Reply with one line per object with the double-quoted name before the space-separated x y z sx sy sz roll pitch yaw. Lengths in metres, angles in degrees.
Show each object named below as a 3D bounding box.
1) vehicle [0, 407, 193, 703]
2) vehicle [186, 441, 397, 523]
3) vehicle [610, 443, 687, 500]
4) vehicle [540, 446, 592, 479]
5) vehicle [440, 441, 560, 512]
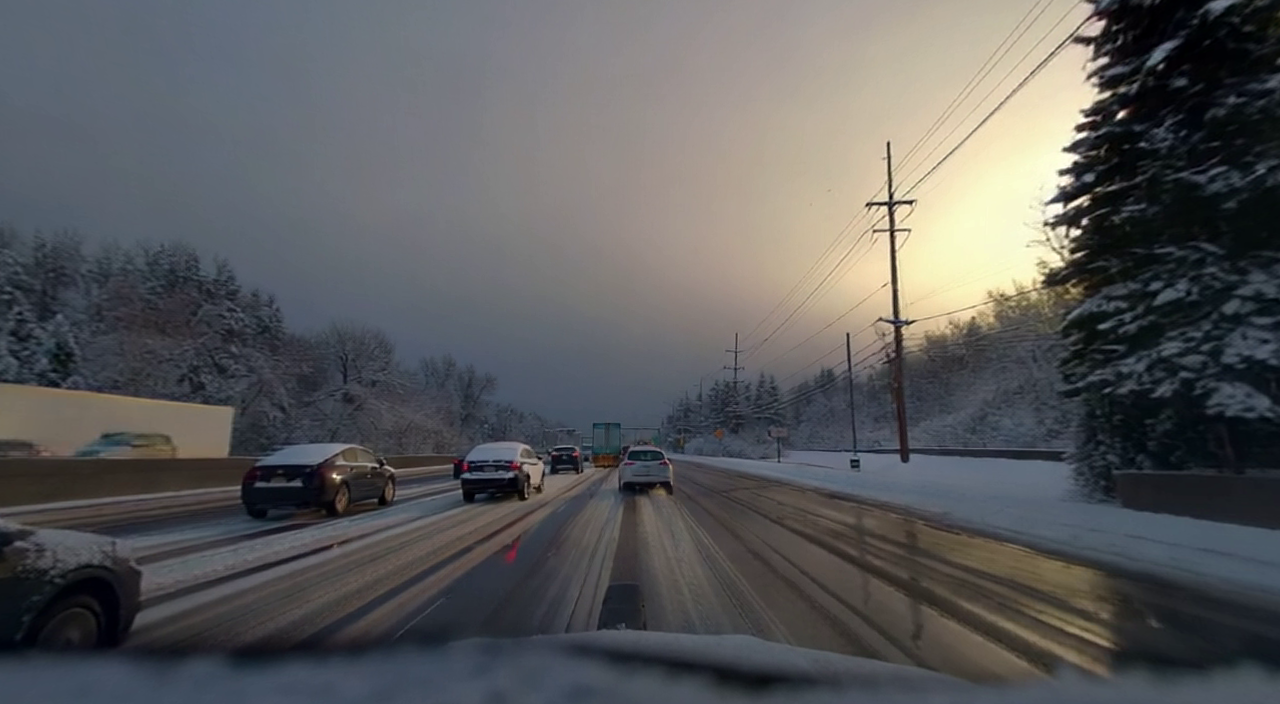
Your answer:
"vehicle" -3.698 0.828 1.600 1.883 1.500 4.373 0 -9 0
"vehicle" -7.119 2.684 13.581 1.867 1.445 4.499 0 -9 2
"vehicle" 0.175 3.466 18.722 2.018 1.470 4.491 0 -9 -1
"vehicle" -3.481 5.283 30.366 2.013 1.437 3.801 0 -9 0
"vehicle" -3.224 2.953 15.417 1.912 1.464 4.115 0 -9 1
